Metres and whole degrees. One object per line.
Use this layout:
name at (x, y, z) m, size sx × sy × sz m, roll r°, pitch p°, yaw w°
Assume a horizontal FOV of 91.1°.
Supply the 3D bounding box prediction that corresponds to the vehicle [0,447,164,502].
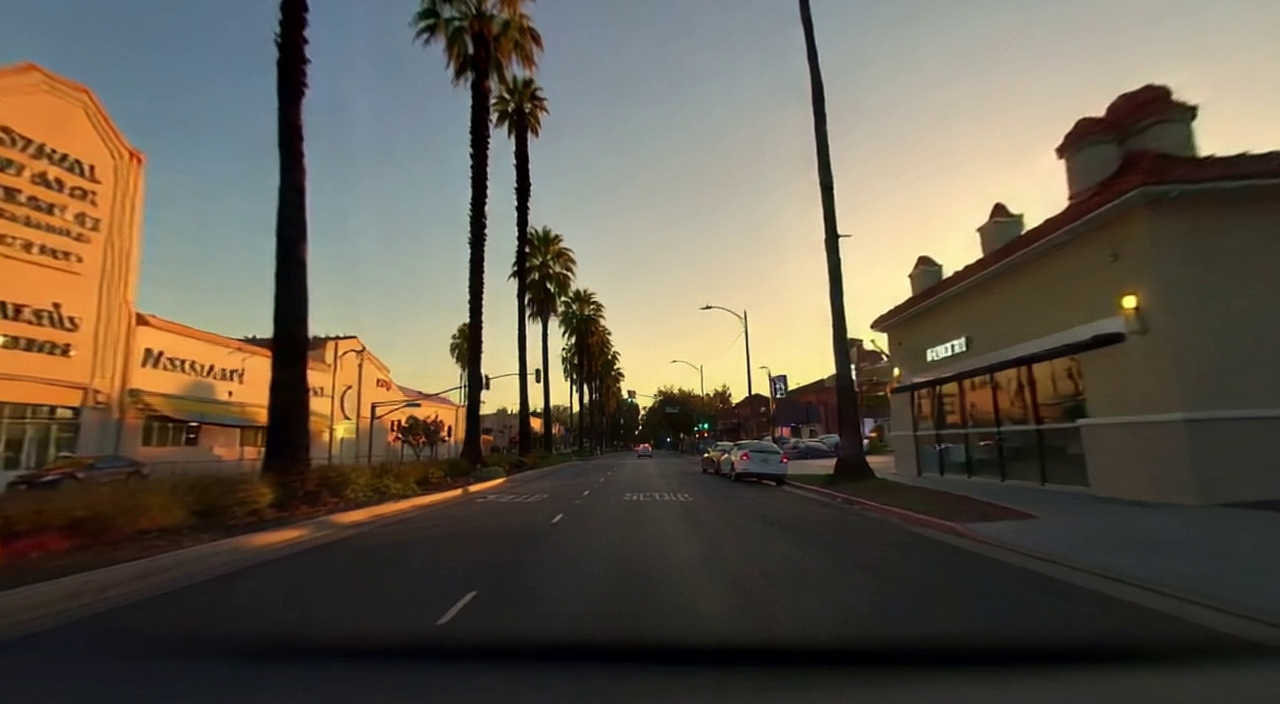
vehicle at (-20.347, 4.438, 23.055) m, size 2.097 × 1.772 × 4.576 m, roll -1°, pitch -10°, yaw -1°

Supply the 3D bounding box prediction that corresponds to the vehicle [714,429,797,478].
vehicle at (4.182, 3.783, 23.595) m, size 2.089 × 1.652 × 4.668 m, roll 1°, pitch -9°, yaw -2°
